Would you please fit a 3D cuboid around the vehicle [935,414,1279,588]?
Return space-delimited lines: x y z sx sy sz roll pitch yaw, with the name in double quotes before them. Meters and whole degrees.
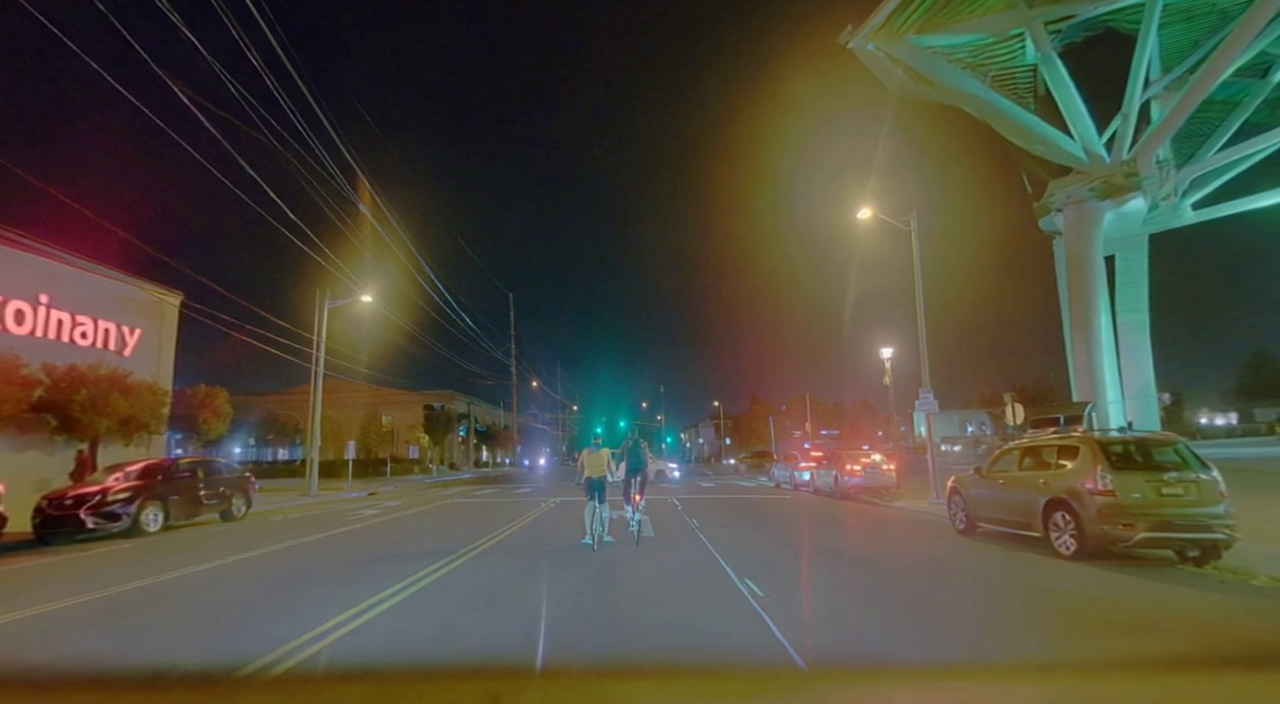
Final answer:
"vehicle" 5.826 1.777 8.348 1.873 1.714 3.979 0 -8 0

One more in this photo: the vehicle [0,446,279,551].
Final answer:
"vehicle" -10.250 2.946 13.617 2.075 1.816 4.900 0 -8 -1

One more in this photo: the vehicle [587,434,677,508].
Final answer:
"vehicle" -0.165 3.208 17.474 2.190 1.783 4.048 0 -8 1

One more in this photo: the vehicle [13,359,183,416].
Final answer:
"vehicle" -17.103 1.168 20.099 3.685 1.584 1.708 1 -9 -3
